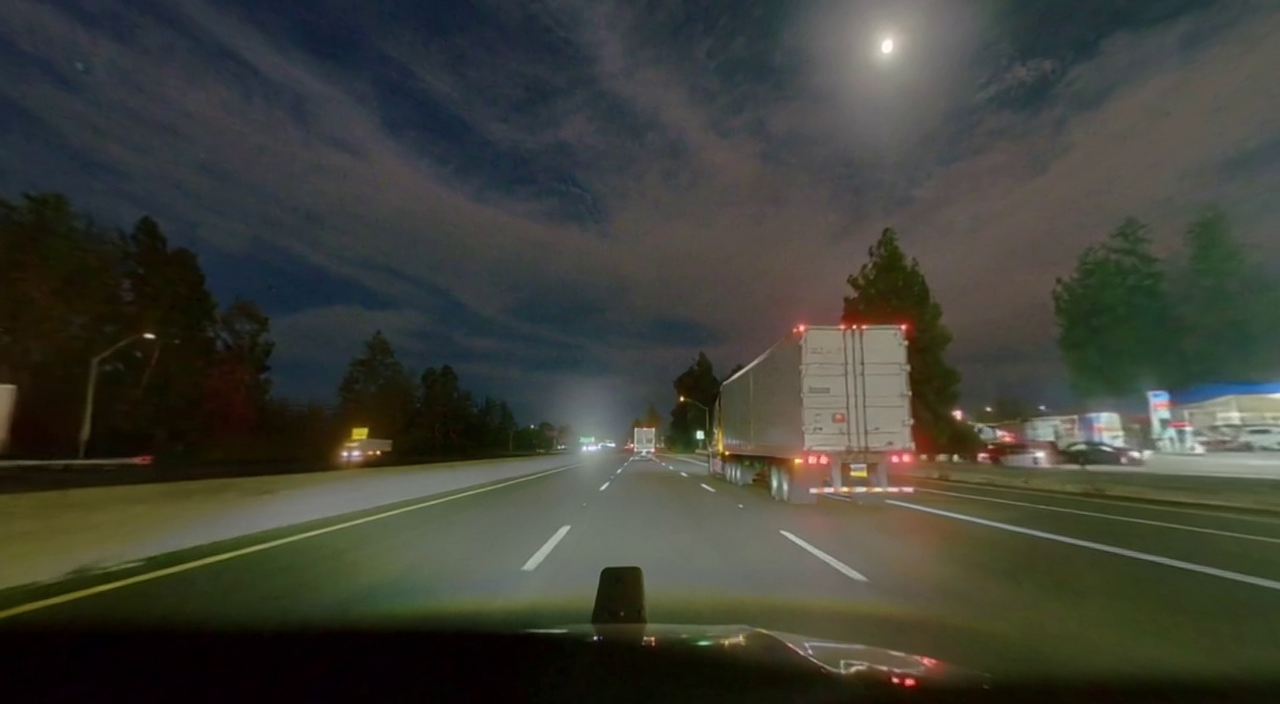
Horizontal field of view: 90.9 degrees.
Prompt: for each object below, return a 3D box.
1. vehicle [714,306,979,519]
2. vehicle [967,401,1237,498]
[{"bbox_3d":[4.666,2.168,18.984,2.881,3.995,14.382,0,-9,-1],"label":"vehicle"},{"bbox_3d":[22.673,5.064,33.114,2.853,3.921,14.754,0,-9,-1],"label":"vehicle"}]
